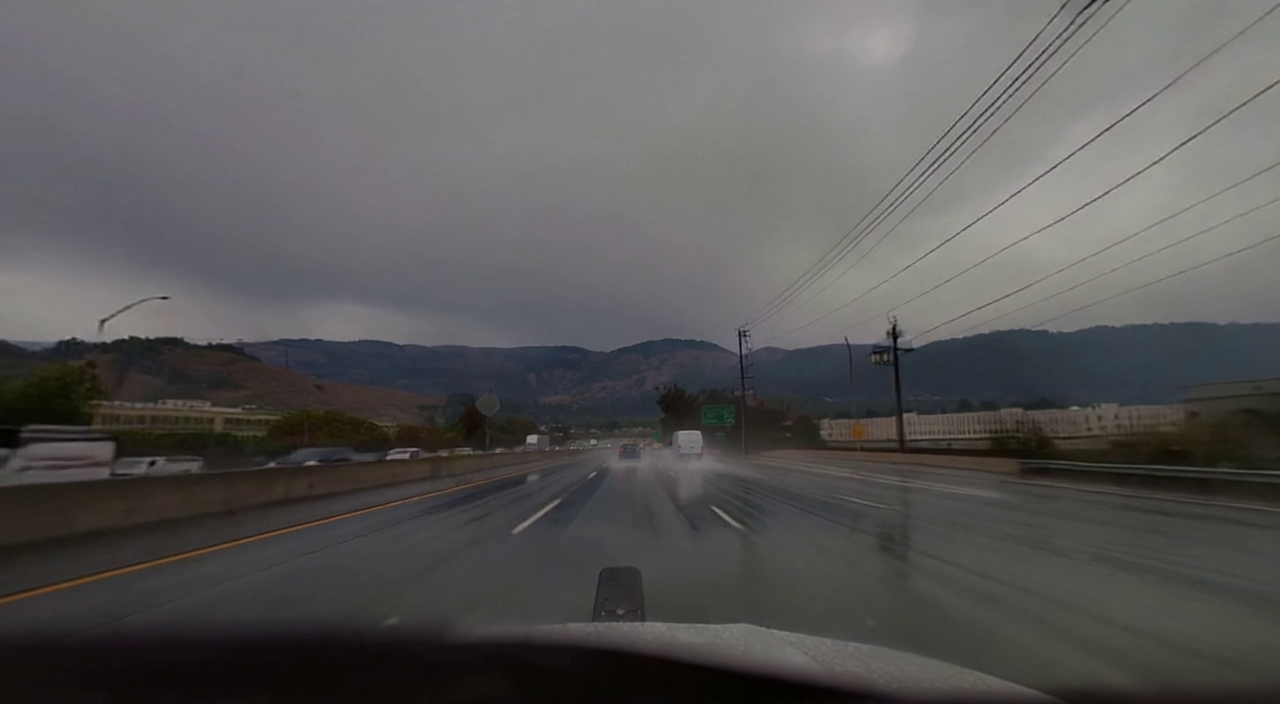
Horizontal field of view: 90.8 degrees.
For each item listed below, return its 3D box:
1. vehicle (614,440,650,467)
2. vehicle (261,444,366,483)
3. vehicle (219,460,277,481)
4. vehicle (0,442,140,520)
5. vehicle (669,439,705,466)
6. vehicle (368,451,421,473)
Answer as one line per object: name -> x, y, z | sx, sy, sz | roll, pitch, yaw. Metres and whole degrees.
vehicle -> -0.550, 6.788, 42.362 | 2.325, 1.712, 4.592 | 0, -9, -1
vehicle -> -13.899, 4.753, 27.279 | 2.147, 1.528, 4.437 | 0, -9, 0
vehicle -> -28.962, 8.726, 46.842 | 1.823, 1.421, 4.037 | 1, -9, -2
vehicle -> -21.626, 4.372, 21.807 | 2.812, 2.426, 7.221 | 0, -9, 0
vehicle -> 3.233, 7.026, 44.294 | 2.036, 1.796, 4.470 | 0, -9, -2
vehicle -> -17.514, 7.849, 45.310 | 1.903, 1.482, 4.623 | 0, -9, 0
